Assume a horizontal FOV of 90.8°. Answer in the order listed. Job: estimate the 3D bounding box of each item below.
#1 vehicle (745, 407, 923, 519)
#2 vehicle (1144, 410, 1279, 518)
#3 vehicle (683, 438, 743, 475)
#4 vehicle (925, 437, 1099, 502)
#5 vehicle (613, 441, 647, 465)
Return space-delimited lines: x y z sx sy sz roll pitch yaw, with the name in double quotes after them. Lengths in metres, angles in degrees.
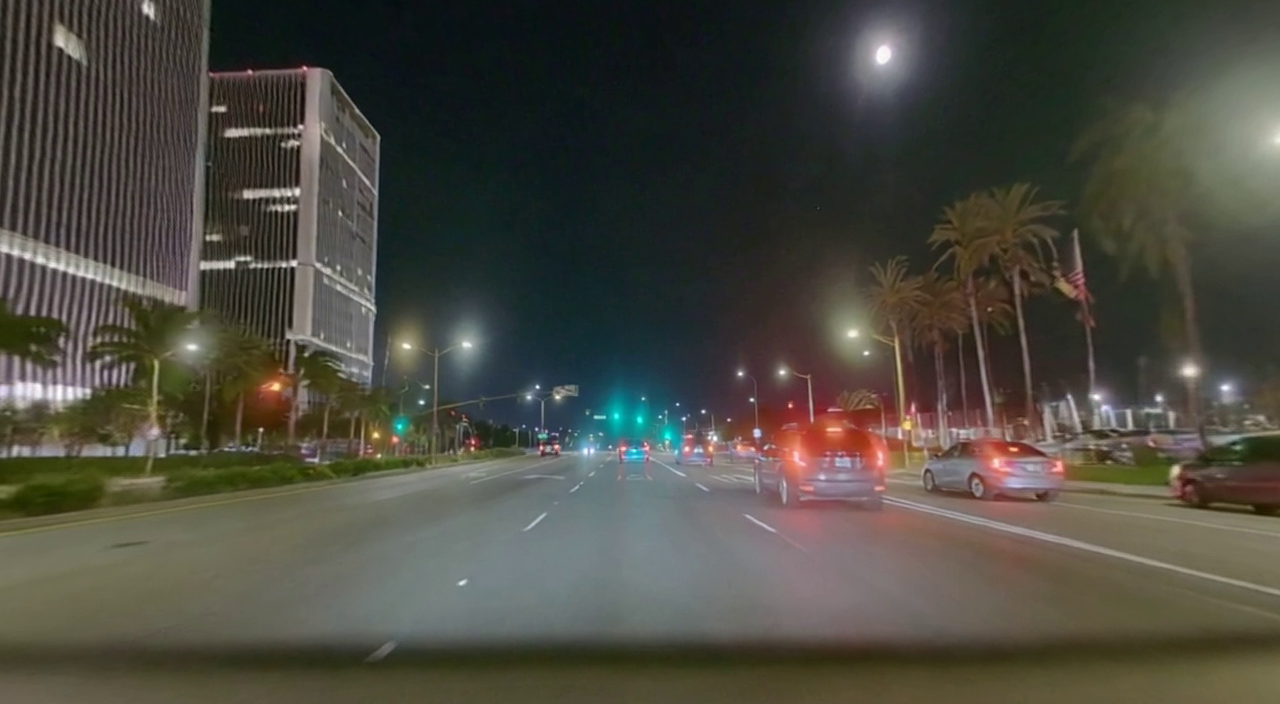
3.754 2.273 13.327 2.104 1.910 4.693 0 -9 -2 "vehicle"
12.723 2.053 11.590 2.157 1.937 5.386 0 -9 -5 "vehicle"
3.189 4.675 28.464 2.010 1.509 4.377 0 -9 -3 "vehicle"
9.680 3.071 16.950 1.871 1.465 4.395 0 -9 -2 "vehicle"
-0.662 6.550 41.114 2.115 1.464 4.205 0 -9 -2 "vehicle"
